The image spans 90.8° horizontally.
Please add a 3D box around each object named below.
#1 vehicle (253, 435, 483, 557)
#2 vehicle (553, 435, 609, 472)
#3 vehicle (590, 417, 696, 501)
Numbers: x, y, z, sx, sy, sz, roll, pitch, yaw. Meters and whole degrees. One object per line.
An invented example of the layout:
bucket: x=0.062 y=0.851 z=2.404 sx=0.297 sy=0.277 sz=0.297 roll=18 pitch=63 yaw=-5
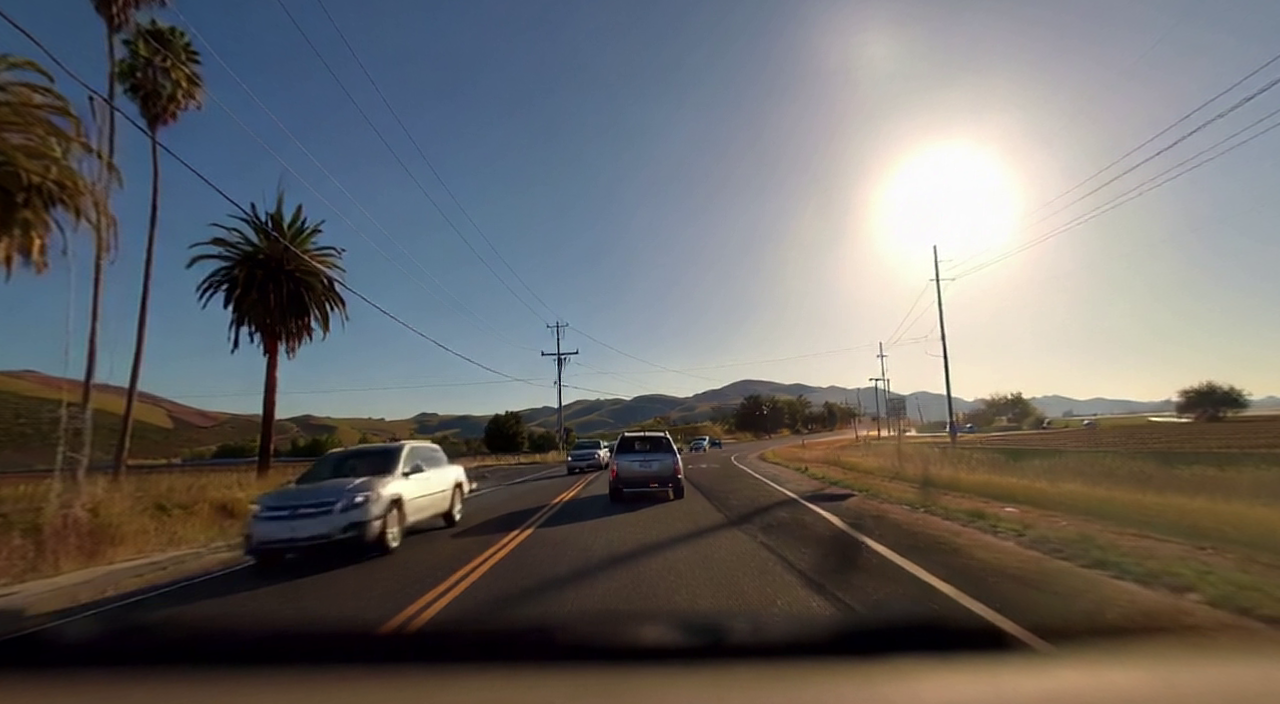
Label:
vehicle: x=-4.124 y=2.223 z=10.407 sx=2.079 sy=1.606 sz=3.775 roll=0 pitch=-9 yaw=0
vehicle: x=-3.255 y=5.796 z=36.197 sx=2.237 sy=1.878 sz=5.739 roll=-1 pitch=-9 yaw=5
vehicle: x=0.031 y=2.726 z=16.365 sx=2.364 sy=1.859 sz=4.538 roll=0 pitch=-9 yaw=-1
